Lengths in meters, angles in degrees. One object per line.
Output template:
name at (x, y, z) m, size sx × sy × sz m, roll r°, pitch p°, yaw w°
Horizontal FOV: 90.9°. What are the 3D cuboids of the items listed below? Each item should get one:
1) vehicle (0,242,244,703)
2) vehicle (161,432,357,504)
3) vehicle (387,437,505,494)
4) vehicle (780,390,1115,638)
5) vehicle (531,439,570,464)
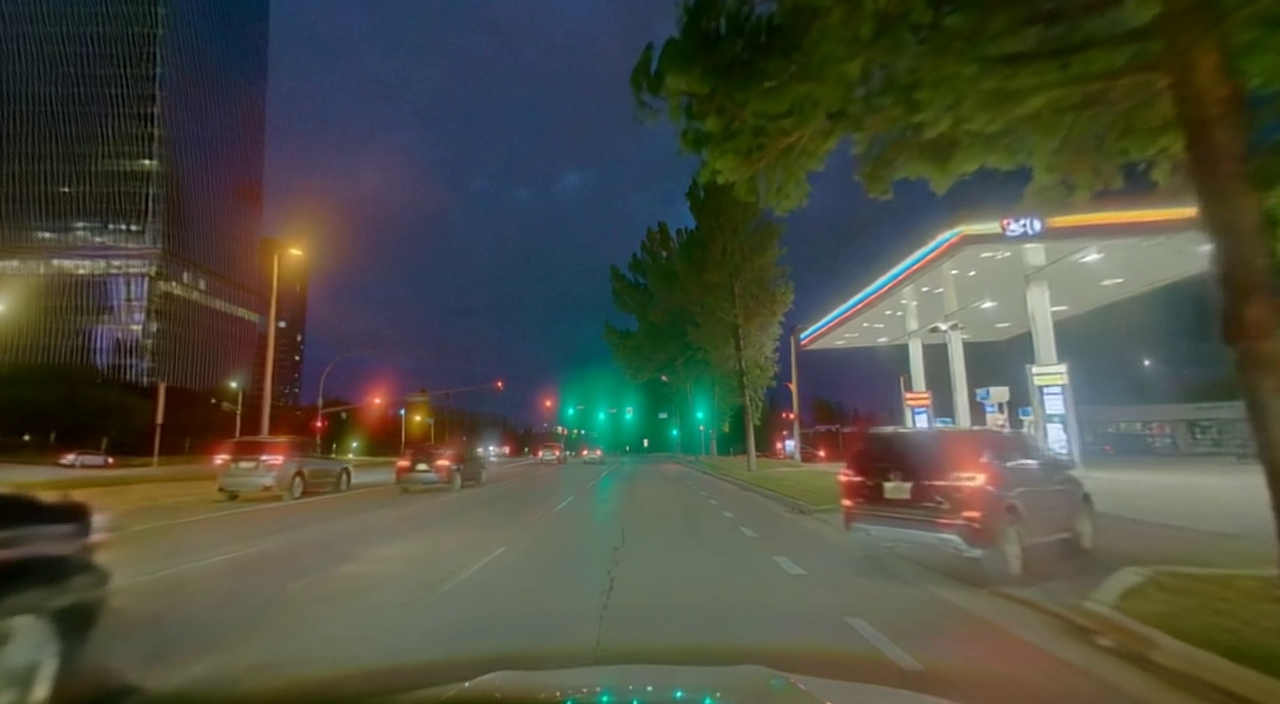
vehicle at (-3.952, 0.355, 0.778) m, size 2.602 × 2.091 × 6.347 m, roll -1°, pitch -8°, yaw 2°
vehicle at (-9.360, 2.876, 16.106) m, size 1.965 × 1.541 × 4.718 m, roll 0°, pitch -8°, yaw 1°
vehicle at (-5.603, 3.325, 18.892) m, size 1.900 × 1.473 × 4.425 m, roll -1°, pitch -8°, yaw 4°
vehicle at (3.670, 1.509, 7.006) m, size 2.169 × 1.751 × 4.613 m, roll -7°, pitch -11°, yaw 39°
vehicle at (-6.270, 7.030, 44.586) m, size 2.018 × 1.658 × 4.391 m, roll 0°, pitch -8°, yaw 1°
